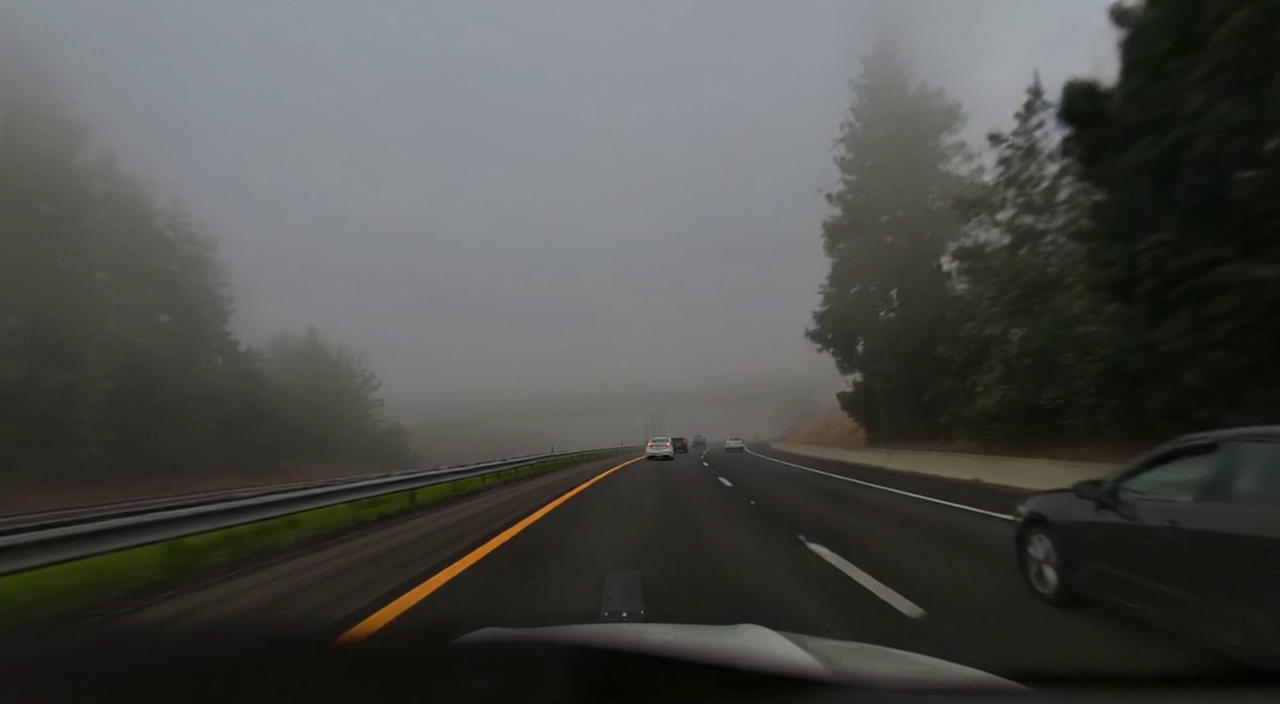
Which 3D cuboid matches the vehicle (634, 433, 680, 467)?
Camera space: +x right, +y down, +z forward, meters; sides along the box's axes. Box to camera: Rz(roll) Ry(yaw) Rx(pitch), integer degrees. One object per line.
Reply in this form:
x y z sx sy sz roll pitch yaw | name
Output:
0.839 4.594 29.644 1.993 1.461 3.812 -1 -8 3 | vehicle

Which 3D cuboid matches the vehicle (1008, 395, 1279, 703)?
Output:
4.100 0.944 2.906 2.163 1.489 4.470 0 -8 1 | vehicle
